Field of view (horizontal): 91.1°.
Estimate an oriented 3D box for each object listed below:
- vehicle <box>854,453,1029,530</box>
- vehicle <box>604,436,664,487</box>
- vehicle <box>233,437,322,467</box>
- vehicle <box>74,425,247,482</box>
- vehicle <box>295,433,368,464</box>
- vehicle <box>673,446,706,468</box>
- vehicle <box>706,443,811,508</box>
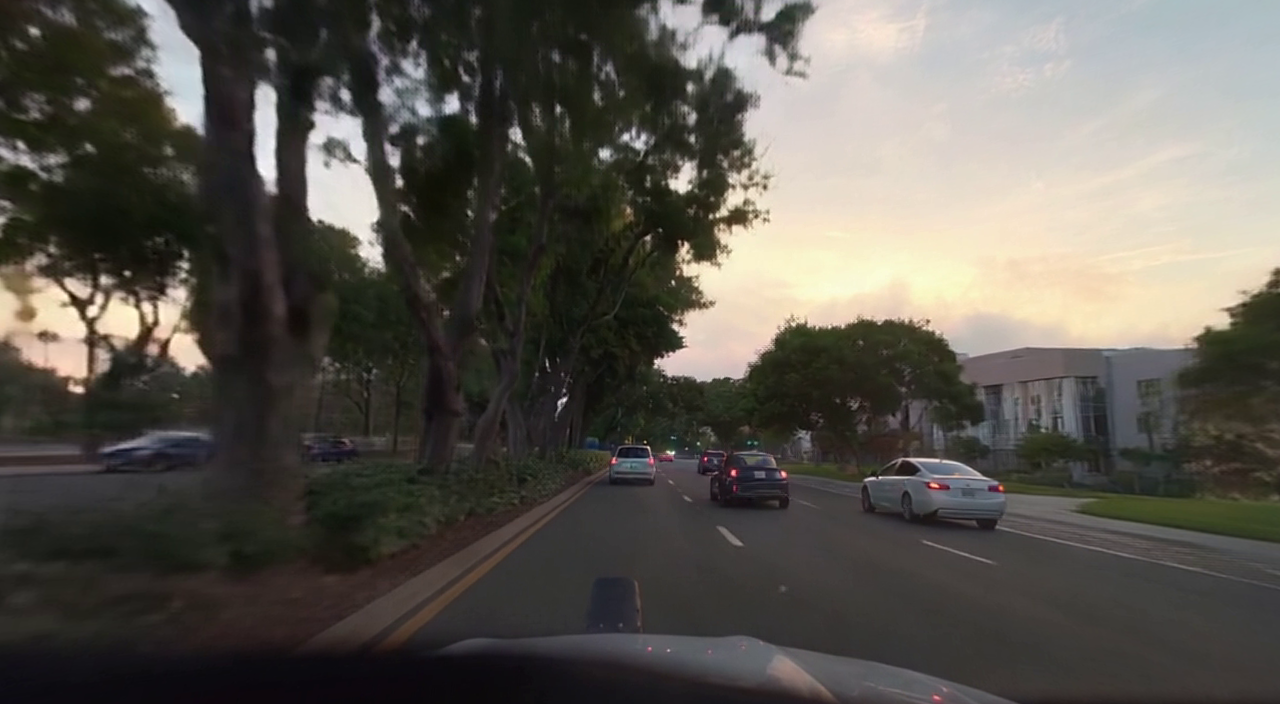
[{"bbox_3d":[6.745,3.125,14.658,1.944,1.458,4.268,0,-8,0],"label":"vehicle"},{"bbox_3d":[-0.206,3.988,23.164,2.008,1.674,4.239,0,-8,0],"label":"vehicle"},{"bbox_3d":[-19.006,5.262,33.198,1.905,1.428,4.637,0,-8,0],"label":"vehicle"},{"bbox_3d":[-15.930,3.397,21.256,2.100,1.708,4.567,0,-8,2],"label":"vehicle"},{"bbox_3d":[-19.127,6.005,39.200,2.043,1.707,4.798,3,-9,0],"label":"vehicle"},{"bbox_3d":[3.484,7.508,44.940,2.012,1.462,4.163,0,-8,-1],"label":"vehicle"},{"bbox_3d":[3.020,3.236,16.965,1.932,1.510,4.168,0,-8,-1],"label":"vehicle"}]
